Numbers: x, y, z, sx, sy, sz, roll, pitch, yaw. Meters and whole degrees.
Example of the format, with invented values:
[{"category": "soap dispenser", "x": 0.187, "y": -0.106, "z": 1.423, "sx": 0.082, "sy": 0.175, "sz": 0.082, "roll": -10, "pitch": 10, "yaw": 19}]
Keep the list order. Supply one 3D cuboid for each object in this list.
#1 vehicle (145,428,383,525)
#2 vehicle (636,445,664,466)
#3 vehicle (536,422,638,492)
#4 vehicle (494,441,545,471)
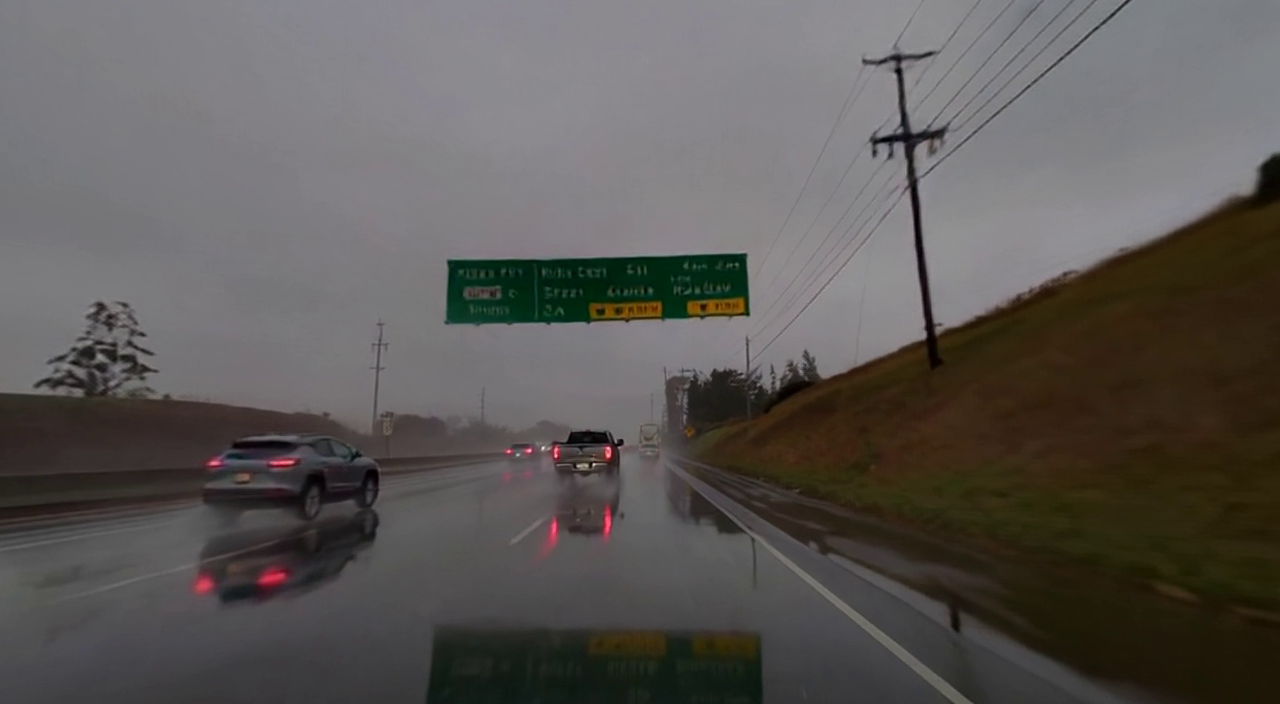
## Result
[{"category": "vehicle", "x": -7.266, "y": 2.426, "z": 12.889, "sx": 2.055, "sy": 1.618, "sz": 4.457, "roll": 0, "pitch": -8, "yaw": 1}, {"category": "vehicle", "x": 0.705, "y": 7.769, "z": 47.282, "sx": 2.025, "sy": 1.485, "sz": 4.310, "roll": 0, "pitch": -8, "yaw": -1}, {"category": "vehicle", "x": -1.600, "y": 3.584, "z": 21.892, "sx": 2.972, "sy": 2.087, "sz": 6.126, "roll": 0, "pitch": -8, "yaw": 0}, {"category": "vehicle", "x": -7.416, "y": 6.437, "z": 39.234, "sx": 2.143, "sy": 1.688, "sz": 4.776, "roll": 0, "pitch": -8, "yaw": 1}]
